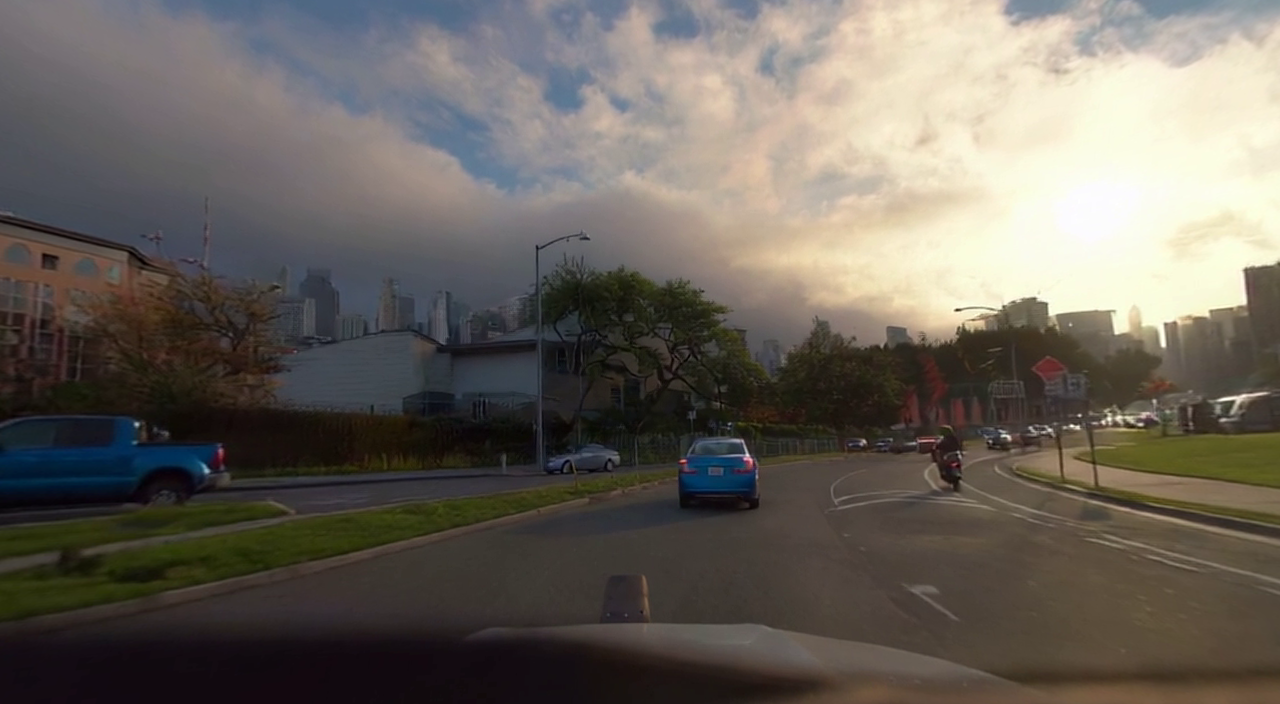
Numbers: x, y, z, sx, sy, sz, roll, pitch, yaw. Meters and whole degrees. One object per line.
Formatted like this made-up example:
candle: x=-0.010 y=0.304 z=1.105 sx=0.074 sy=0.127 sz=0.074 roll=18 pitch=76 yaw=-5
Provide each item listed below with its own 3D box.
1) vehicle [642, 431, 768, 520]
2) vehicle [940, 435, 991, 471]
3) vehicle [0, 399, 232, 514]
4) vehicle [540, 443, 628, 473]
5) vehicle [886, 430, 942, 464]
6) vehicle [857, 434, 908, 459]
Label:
vehicle: x=1.392 y=2.399 z=12.762 sx=2.118 sy=1.480 sz=3.949 roll=-2 pitch=-8 yaw=8
vehicle: x=15.025 y=4.621 z=28.992 sx=1.822 sy=1.555 sz=3.574 roll=-5 pitch=-10 yaw=30
vehicle: x=-15.709 y=2.806 z=17.158 sx=2.287 sy=2.780 sz=7.166 roll=-7 pitch=-10 yaw=36
vehicle: x=-2.835 y=5.495 z=32.979 sx=1.852 sy=1.452 sz=4.759 roll=-7 pitch=-11 yaw=38
vehicle: x=15.815 y=5.473 z=36.253 sx=2.212 sy=1.790 sz=4.768 roll=-5 pitch=-10 yaw=31
vehicle: x=17.791 y=6.910 z=46.117 sx=2.170 sy=1.658 sz=4.215 roll=-7 pitch=-11 yaw=39
